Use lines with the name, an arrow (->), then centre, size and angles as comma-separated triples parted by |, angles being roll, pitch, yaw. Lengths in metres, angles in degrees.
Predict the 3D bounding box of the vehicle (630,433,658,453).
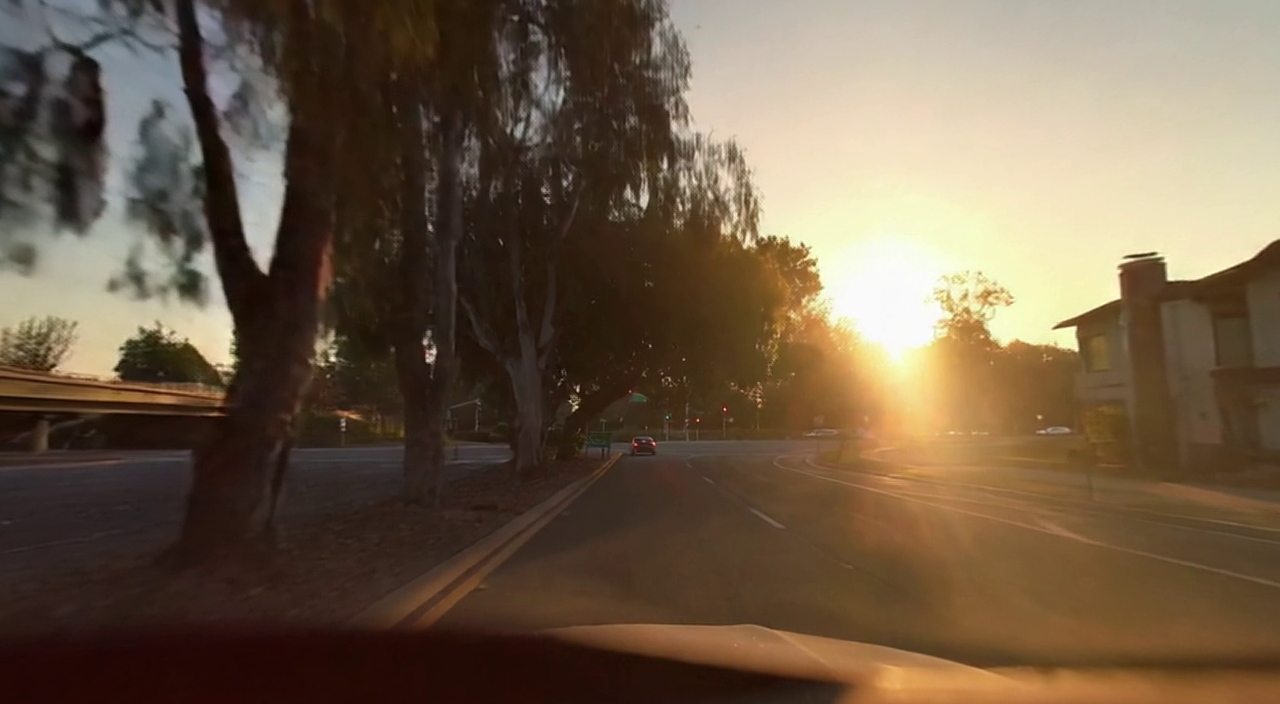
vehicle -> 0.258, 6.915, 47.822 | 2.056, 1.473, 4.380 | 0, -8, -1
